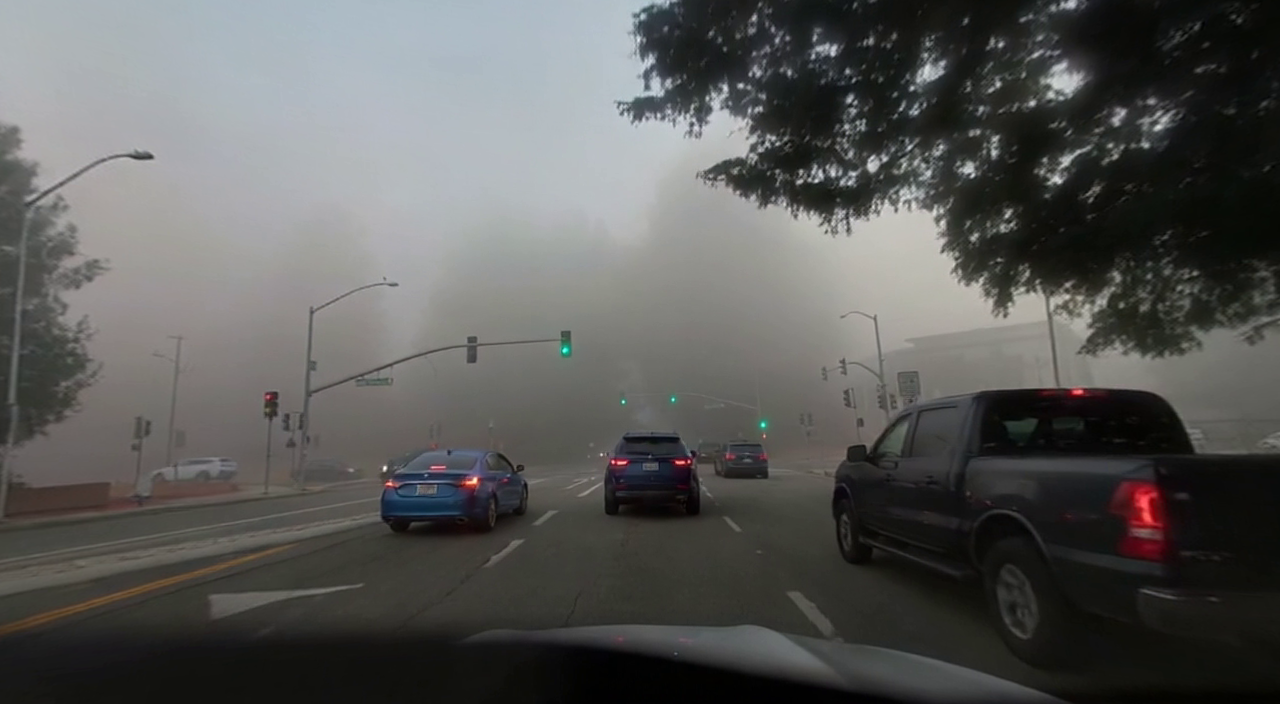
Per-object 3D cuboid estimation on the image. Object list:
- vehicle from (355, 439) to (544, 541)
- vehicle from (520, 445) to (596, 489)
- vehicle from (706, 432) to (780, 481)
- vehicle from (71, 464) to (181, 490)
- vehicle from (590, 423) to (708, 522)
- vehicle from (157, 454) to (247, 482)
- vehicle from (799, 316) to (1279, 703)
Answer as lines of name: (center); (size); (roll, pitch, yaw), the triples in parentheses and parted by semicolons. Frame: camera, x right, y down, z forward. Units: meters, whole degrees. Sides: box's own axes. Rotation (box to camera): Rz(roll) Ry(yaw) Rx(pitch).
vehicle: (-3.162, 2.376, 11.678); (1.909, 1.476, 4.751); (0, -8, 1)
vehicle: (-2.898, 4.171, 23.369); (2.072, 1.450, 4.612); (0, -8, 2)
vehicle: (4.319, 4.486, 27.429); (2.408, 1.908, 5.355); (0, -8, 2)
vehicle: (-32.677, 7.941, 40.231); (5.100, 1.533, 2.032); (0, -8, -3)
vehicle: (0.201, 2.442, 13.301); (2.113, 1.768, 3.901); (0, -8, 1)
vehicle: (-31.217, 8.328, 45.036); (4.606, 1.867, 2.226); (0, -12, 1)
vehicle: (3.407, 1.176, 5.569); (2.571, 1.857, 5.841); (0, -8, 1)
